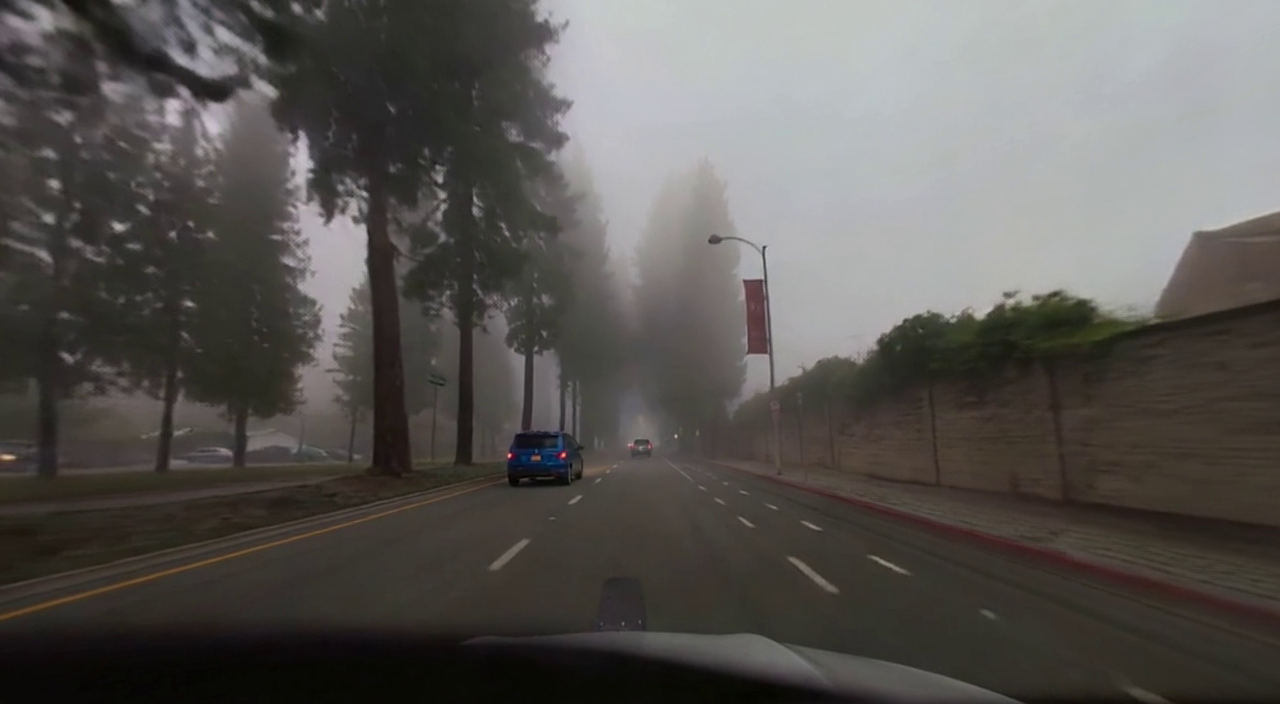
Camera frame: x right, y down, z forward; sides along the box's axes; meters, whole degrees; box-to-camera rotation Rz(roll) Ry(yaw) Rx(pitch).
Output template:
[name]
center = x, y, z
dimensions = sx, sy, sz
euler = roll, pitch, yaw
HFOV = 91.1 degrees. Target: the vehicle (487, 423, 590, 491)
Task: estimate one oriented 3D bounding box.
[vehicle]
center = -2.969, 3.225, 19.614
dimensions = 2.281, 1.837, 4.845
euler = 0, -8, 1
